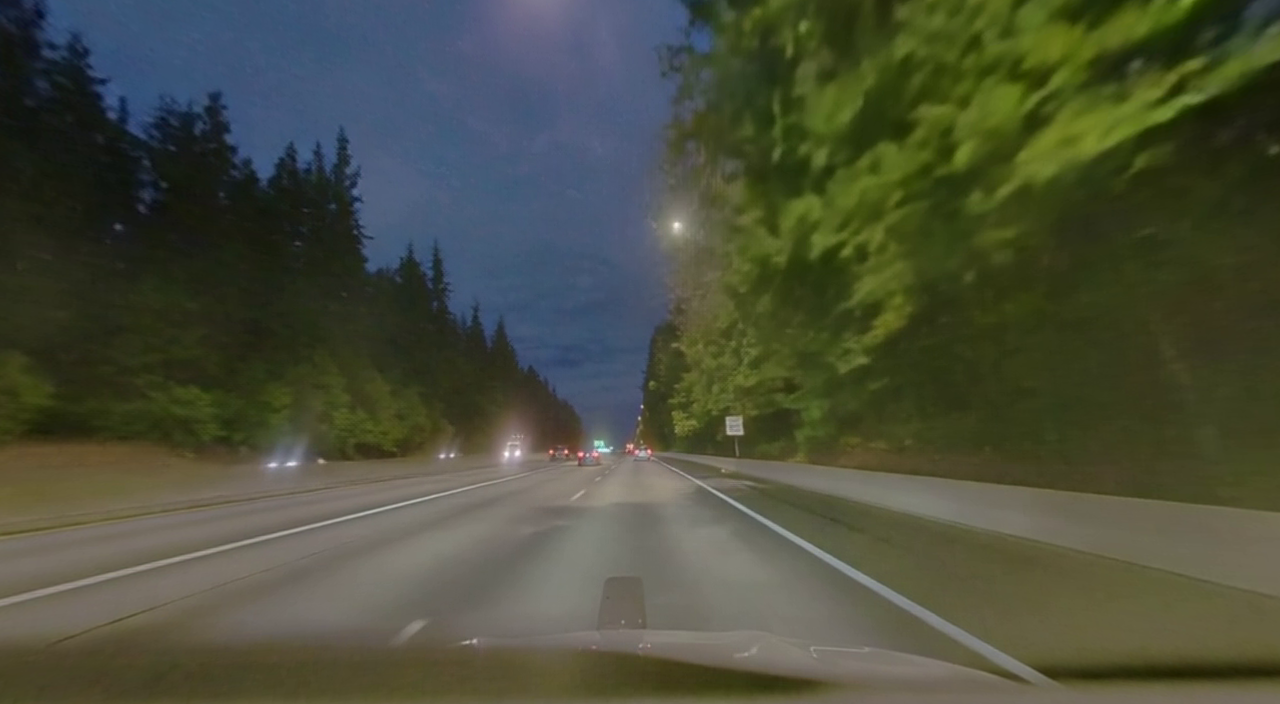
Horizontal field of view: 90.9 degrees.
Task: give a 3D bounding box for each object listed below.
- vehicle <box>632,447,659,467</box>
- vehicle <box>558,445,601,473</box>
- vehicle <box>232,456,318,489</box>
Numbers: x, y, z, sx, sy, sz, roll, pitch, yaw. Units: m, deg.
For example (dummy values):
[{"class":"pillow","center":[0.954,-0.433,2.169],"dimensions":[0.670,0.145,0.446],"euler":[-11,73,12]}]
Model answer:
[{"class":"vehicle","center":[0.384,7.934,47.766],"dimensions":[1.989,1.402,3.831],"euler":[0,-9,-1]},{"class":"vehicle","center":[-3.392,6.128,36.218],"dimensions":[2.112,1.498,4.117],"euler":[0,-9,-1]},{"class":"vehicle","center":[-18.877,6.218,32.845],"dimensions":[1.889,1.545,4.437],"euler":[0,-9,-1]}]
